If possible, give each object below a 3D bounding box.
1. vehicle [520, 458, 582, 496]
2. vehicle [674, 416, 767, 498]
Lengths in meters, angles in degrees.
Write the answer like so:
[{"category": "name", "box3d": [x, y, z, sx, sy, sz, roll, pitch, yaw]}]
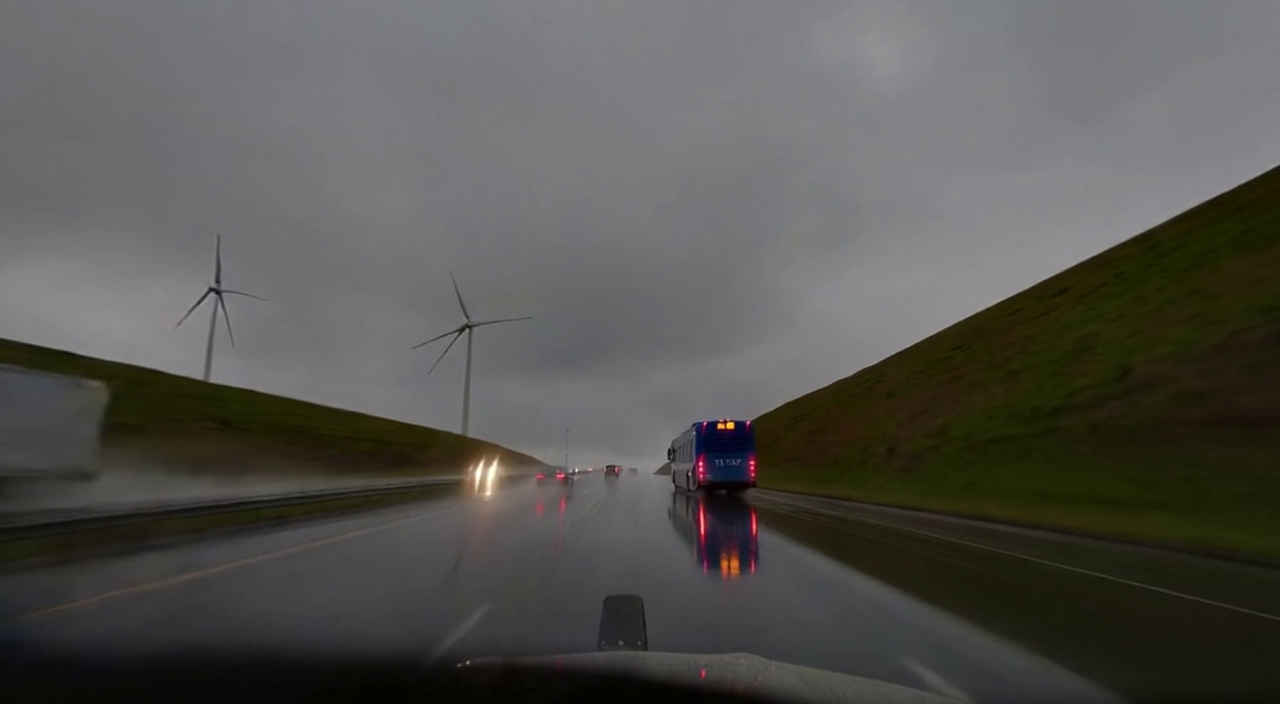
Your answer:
[{"category": "vehicle", "box3d": [-3.963, 5.677, 28.756, 2.213, 1.568, 4.274, 1, -10, 0]}, {"category": "vehicle", "box3d": [3.985, 5.985, 35.413, 2.941, 3.574, 14.463, 1, -10, -1]}]
